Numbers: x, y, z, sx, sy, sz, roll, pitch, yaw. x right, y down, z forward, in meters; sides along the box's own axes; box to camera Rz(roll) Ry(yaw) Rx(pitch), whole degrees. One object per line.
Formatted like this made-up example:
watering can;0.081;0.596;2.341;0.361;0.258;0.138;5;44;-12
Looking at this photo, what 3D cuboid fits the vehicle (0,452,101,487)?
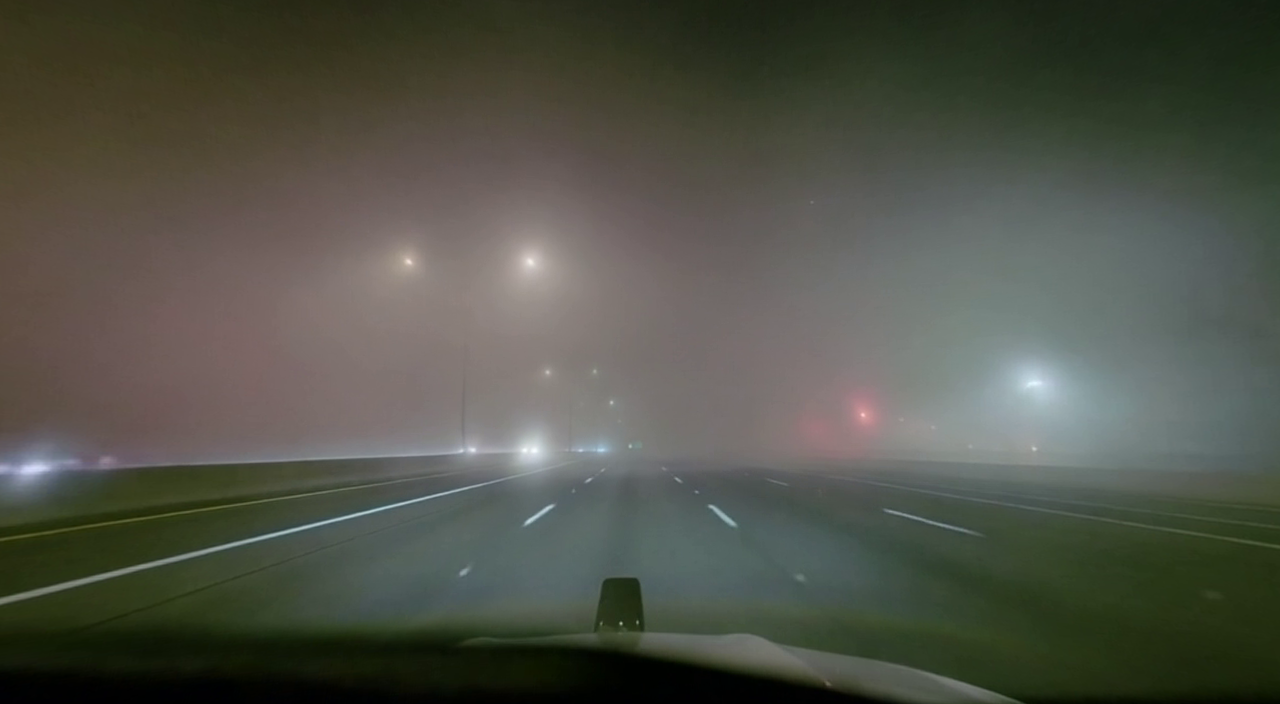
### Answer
vehicle;-28.963;5.623;30.437;1.840;1.518;4.430;0;-9;0
